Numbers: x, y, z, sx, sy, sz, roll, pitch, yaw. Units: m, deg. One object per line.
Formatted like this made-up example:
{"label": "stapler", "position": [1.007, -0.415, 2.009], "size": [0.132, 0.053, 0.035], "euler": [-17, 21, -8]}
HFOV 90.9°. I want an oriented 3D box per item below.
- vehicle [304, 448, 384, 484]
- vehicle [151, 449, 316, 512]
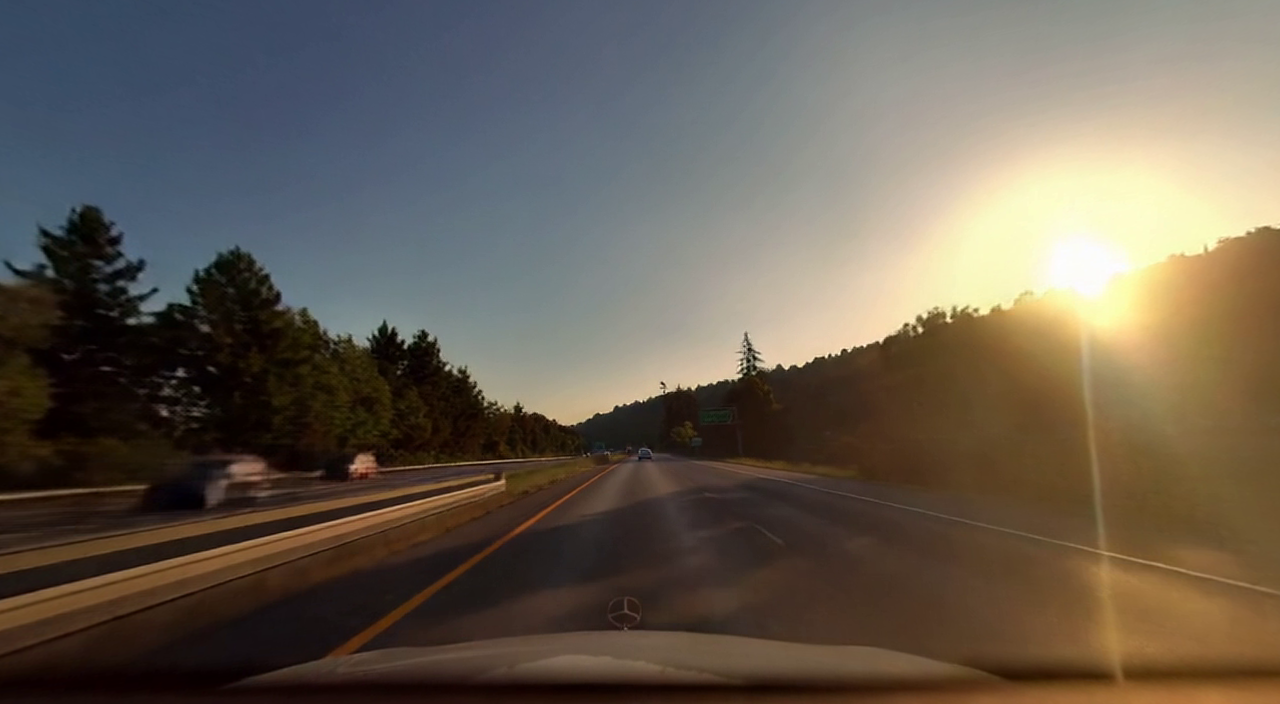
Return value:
{"label": "vehicle", "position": [-16.621, 6.393, 35.717], "size": [2.050, 1.910, 4.898], "euler": [0, -9, 0]}
{"label": "vehicle", "position": [-11.642, 3.665, 18.503], "size": [1.821, 1.584, 4.498], "euler": [0, -9, 0]}
